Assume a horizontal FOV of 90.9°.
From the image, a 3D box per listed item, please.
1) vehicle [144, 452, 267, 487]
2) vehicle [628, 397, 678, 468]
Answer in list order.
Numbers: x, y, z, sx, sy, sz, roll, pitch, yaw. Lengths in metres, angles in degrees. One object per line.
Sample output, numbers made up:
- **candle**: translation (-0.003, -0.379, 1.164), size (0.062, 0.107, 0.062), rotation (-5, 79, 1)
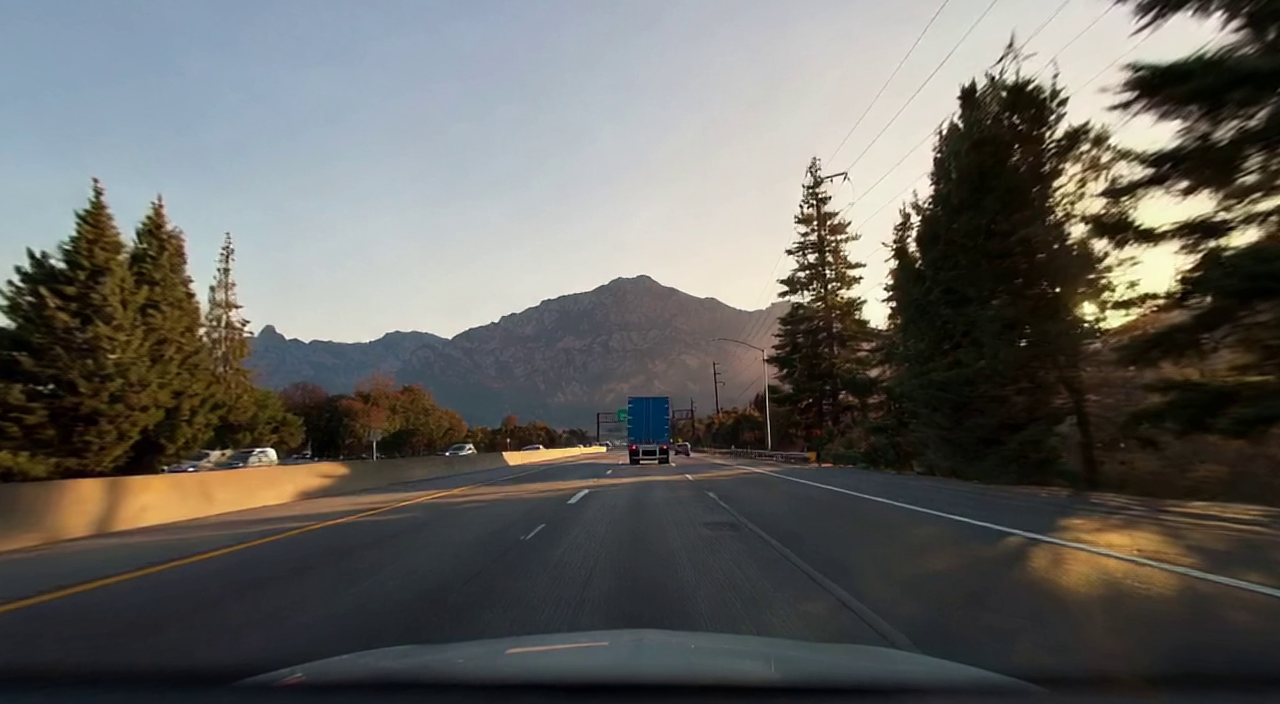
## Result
- **vehicle**: translation (-24.470, 6.622, 35.801), size (3.863, 1.764, 4.317), rotation (0, -8, -1)
- **vehicle**: translation (0.694, 5.528, 42.590), size (2.919, 4.101, 11.541), rotation (0, -8, -1)
